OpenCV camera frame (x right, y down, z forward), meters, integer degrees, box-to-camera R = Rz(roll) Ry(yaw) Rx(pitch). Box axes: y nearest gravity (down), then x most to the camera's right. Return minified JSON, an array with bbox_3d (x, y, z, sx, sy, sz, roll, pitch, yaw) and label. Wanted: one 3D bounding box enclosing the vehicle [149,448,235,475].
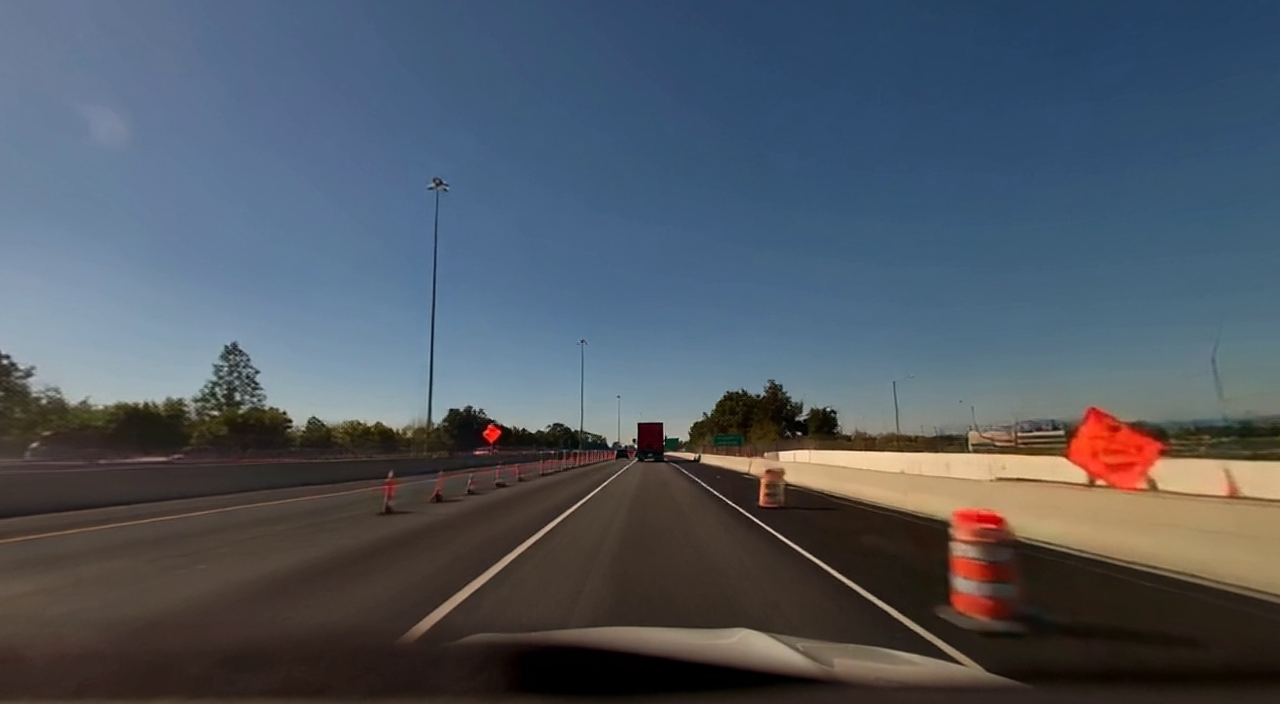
[{"bbox_3d":[-26.469,6.446,37.414,1.859,1.484,4.516,0,-9,-1],"label":"vehicle"}]
